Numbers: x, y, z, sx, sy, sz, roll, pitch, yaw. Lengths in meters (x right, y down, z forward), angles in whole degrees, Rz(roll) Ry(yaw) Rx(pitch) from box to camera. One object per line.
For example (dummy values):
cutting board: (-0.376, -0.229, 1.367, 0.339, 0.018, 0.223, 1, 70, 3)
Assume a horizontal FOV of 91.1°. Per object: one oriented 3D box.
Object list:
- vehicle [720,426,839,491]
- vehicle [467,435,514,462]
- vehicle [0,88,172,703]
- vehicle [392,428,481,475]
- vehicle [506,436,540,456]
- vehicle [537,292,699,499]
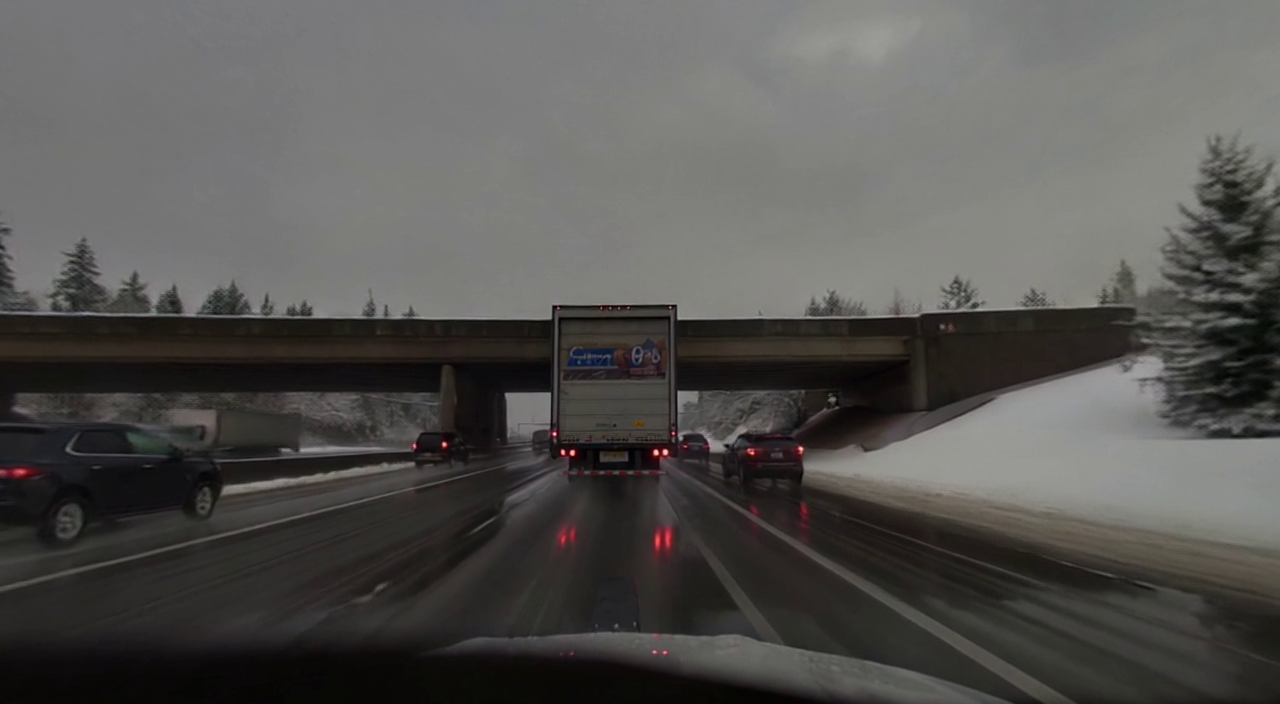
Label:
vehicle: (3.565, 2.807, 17.045, 2.003, 1.519, 4.580, 0, -8, -3)
vehicle: (-8.772, 5.677, 37.143, 1.845, 1.488, 3.656, 0, -8, 0)
vehicle: (-3.636, 0.072, 0.206, 2.660, 2.637, 5.634, 0, -8, -2)
vehicle: (-7.989, 3.939, 25.216, 2.057, 1.698, 4.550, 0, -8, 0)
vehicle: (-8.988, 7.262, 48.642, 1.928, 1.474, 3.588, 0, -8, 0)
vehicle: (-0.596, 1.434, 16.463, 2.911, 3.787, 9.905, 0, -8, -2)
